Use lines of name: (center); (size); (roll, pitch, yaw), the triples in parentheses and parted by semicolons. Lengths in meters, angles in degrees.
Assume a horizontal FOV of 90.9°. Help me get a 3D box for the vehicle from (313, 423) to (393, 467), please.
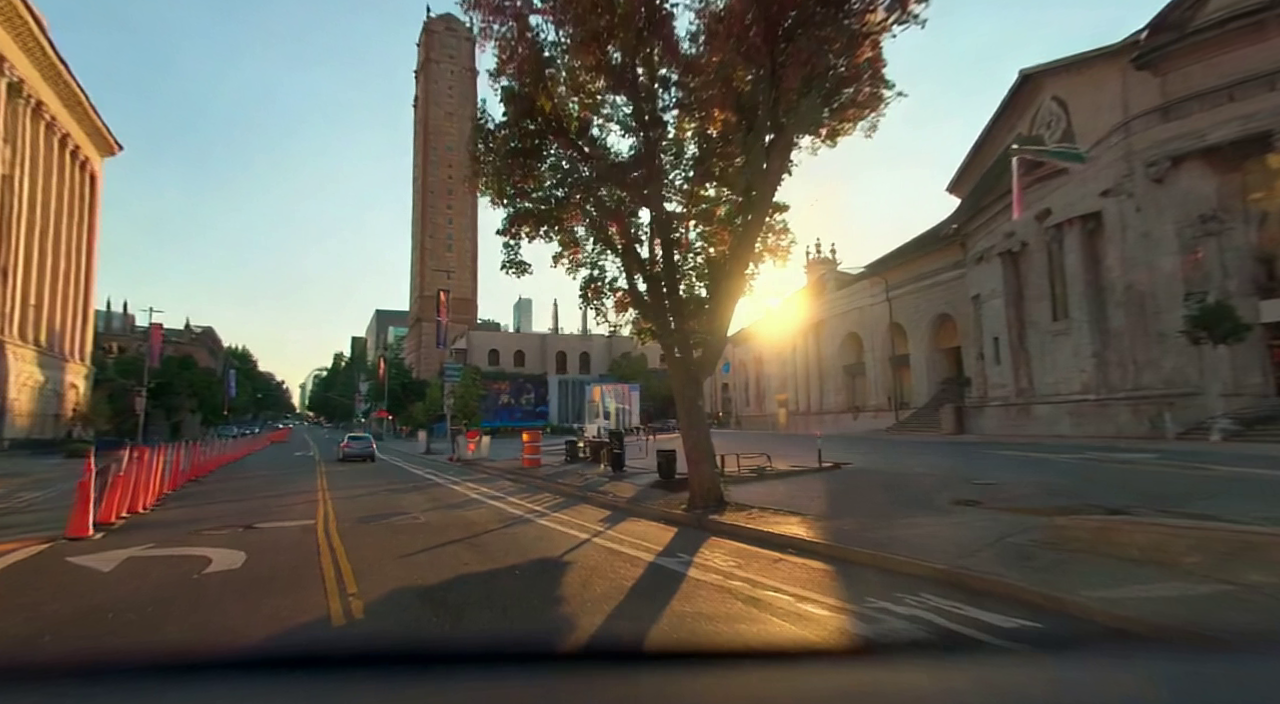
vehicle: (-10.926, 3.532, 23.800); (2.216, 1.492, 4.725); (5, -10, -29)
